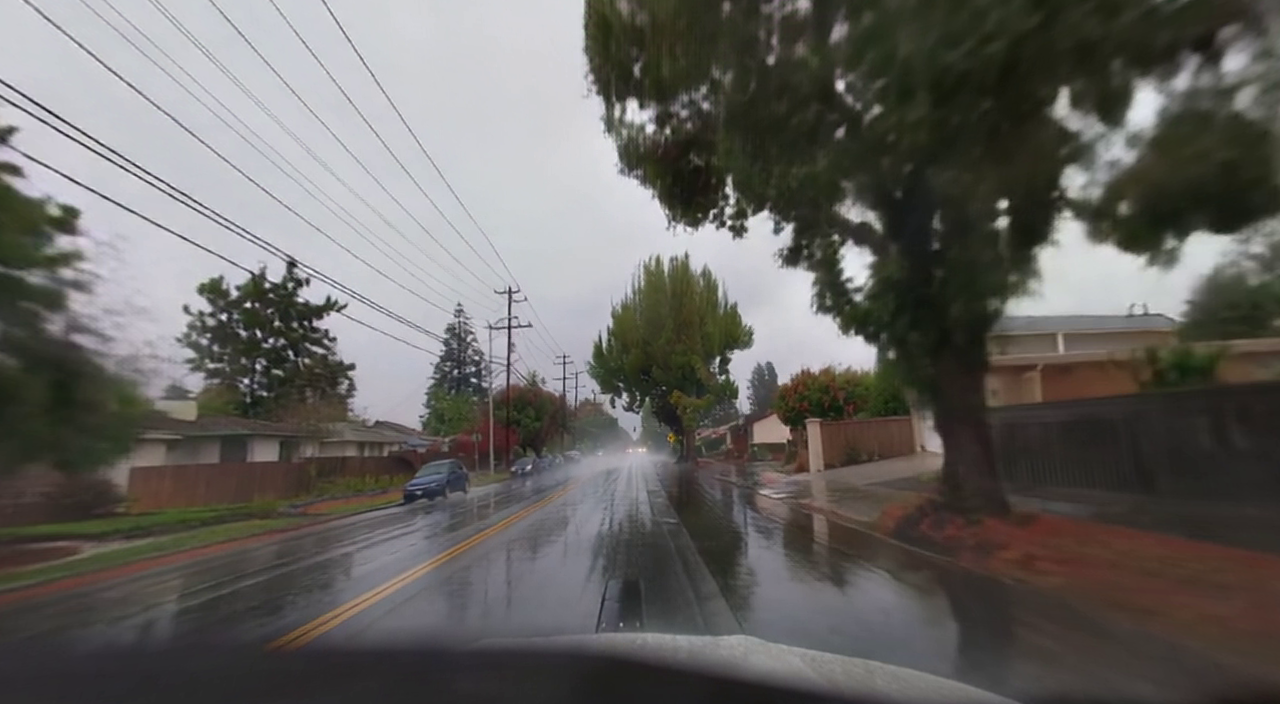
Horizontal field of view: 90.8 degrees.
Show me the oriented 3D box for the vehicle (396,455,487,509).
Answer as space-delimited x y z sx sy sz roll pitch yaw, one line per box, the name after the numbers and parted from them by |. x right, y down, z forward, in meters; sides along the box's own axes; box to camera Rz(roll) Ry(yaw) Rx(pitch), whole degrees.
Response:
-7.259 4.764 23.588 1.869 1.442 4.344 -9 -8 -1 | vehicle

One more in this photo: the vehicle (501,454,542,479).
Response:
-7.761 7.510 41.650 1.949 1.512 3.818 0 -9 0 | vehicle
